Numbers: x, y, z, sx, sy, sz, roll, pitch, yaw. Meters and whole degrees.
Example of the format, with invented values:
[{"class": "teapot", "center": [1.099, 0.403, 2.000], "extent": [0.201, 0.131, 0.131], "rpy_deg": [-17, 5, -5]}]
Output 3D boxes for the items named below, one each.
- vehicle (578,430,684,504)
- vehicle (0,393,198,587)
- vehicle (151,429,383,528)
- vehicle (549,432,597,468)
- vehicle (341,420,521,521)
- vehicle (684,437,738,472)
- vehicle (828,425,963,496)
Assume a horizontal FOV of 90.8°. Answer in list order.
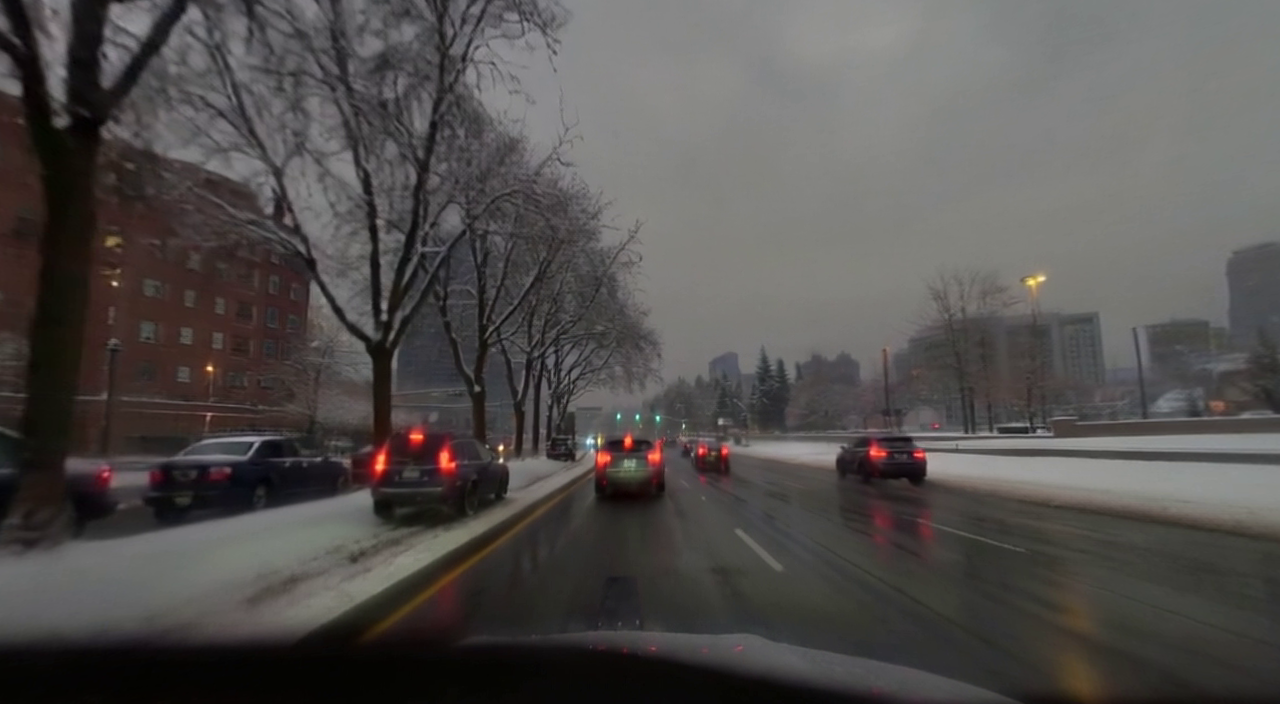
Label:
[{"class": "vehicle", "center": [-0.215, 2.693, 15.149], "extent": [2.161, 1.501, 4.184], "rpy_deg": [0, -9, -1]}, {"class": "vehicle", "center": [-6.725, 1.200, 5.334], "extent": [1.864, 1.737, 5.689], "rpy_deg": [0, -9, 0]}, {"class": "vehicle", "center": [-6.731, 2.312, 12.120], "extent": [1.835, 1.516, 4.423], "rpy_deg": [0, -9, -2]}, {"class": "vehicle", "center": [-3.595, 5.383, 34.905], "extent": [2.154, 1.801, 5.015], "rpy_deg": [0, -9, -1]}, {"class": "vehicle", "center": [-3.810, 2.255, 12.477], "extent": [2.009, 1.619, 4.376], "rpy_deg": [0, -9, 0]}, {"class": "vehicle", "center": [3.201, 4.761, 29.461], "extent": [1.905, 1.473, 4.183], "rpy_deg": [0, -9, -2]}, {"class": "vehicle", "center": [6.753, 2.908, 17.258], "extent": [1.889, 1.681, 4.120], "rpy_deg": [0, -9, 0]}]
